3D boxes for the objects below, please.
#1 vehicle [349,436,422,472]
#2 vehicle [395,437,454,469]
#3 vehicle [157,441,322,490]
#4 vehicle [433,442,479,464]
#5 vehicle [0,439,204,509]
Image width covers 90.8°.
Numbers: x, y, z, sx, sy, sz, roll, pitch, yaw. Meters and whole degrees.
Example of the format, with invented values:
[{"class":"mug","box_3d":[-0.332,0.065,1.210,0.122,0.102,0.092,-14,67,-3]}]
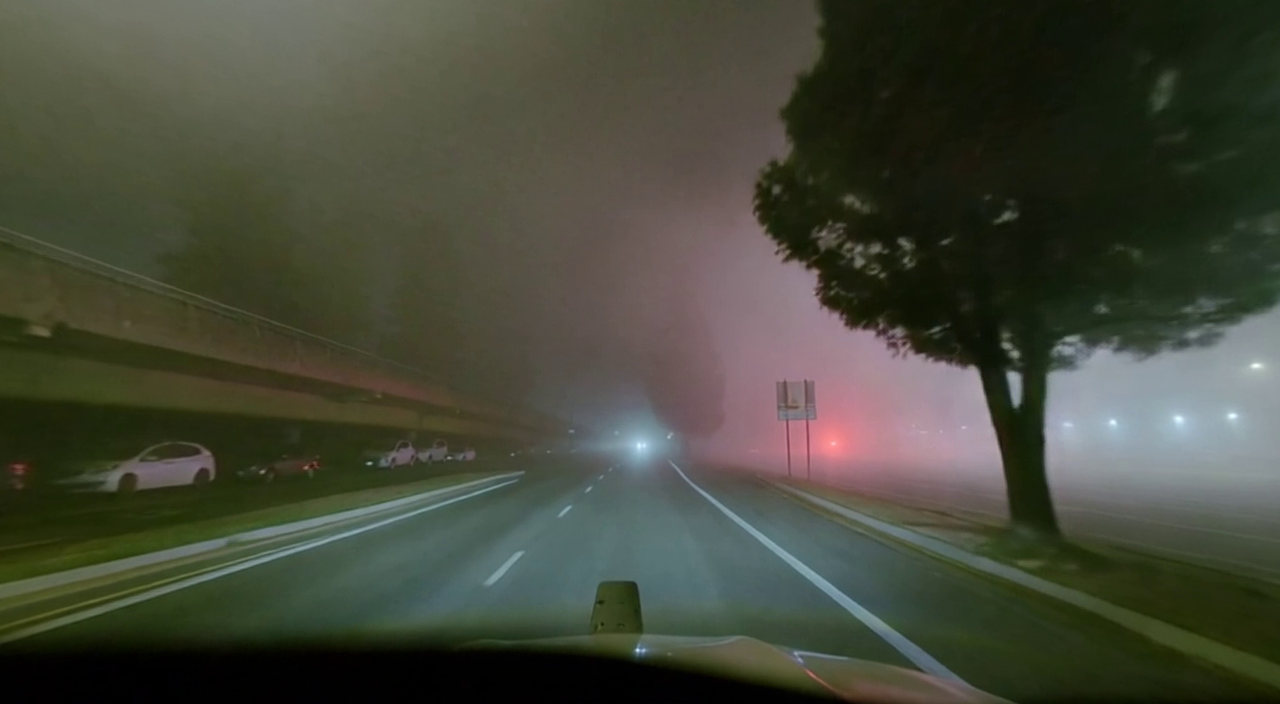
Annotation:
[{"class":"vehicle","box_3d":[-13.316,5.375,33.353,1.903,1.703,4.346,2,-9,1]},{"class":"vehicle","box_3d":[-13.355,6.247,39.419,1.886,1.801,4.337,2,-8,3]},{"class":"vehicle","box_3d":[-13.847,3.930,22.392,2.155,1.477,5.369,0,-8,3]},{"class":"vehicle","box_3d":[-13.179,7.296,45.479,1.847,1.498,4.368,1,-10,2]},{"class":"vehicle","box_3d":[-13.976,3.112,16.530,1.908,1.559,4.301,0,-9,2]}]
